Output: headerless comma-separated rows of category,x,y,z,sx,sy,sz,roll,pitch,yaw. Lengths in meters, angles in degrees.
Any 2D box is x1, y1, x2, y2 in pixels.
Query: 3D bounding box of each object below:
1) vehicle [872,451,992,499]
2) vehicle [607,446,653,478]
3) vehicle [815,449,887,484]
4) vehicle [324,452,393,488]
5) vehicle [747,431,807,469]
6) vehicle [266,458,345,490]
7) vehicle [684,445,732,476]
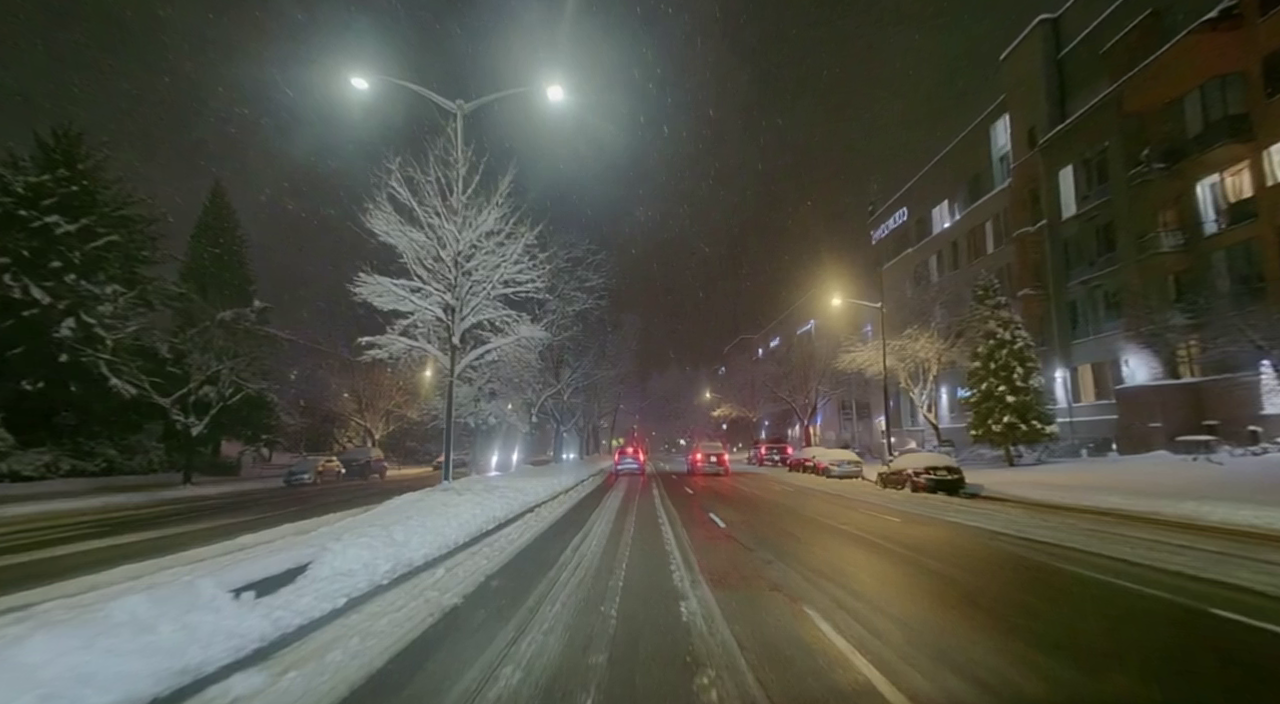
vehicle,10.071,4.248,22.251,1.944,1.454,4.647,0,-9,-1
vehicle,-0.466,5.365,31.114,2.101,1.444,4.248,0,-9,0
vehicle,10.132,5.524,30.801,1.898,1.502,4.788,0,-9,0
vehicle,-19.289,8.073,43.614,2.240,2.112,5.268,1,-8,0
vehicle,10.409,7.569,48.831,3.082,2.655,7.381,0,-9,0
vehicle,-19.156,6.965,36.449,2.180,1.608,4.443,0,-9,-1
vehicle,3.493,5.674,33.286,1.993,1.477,4.240,0,-9,-1
